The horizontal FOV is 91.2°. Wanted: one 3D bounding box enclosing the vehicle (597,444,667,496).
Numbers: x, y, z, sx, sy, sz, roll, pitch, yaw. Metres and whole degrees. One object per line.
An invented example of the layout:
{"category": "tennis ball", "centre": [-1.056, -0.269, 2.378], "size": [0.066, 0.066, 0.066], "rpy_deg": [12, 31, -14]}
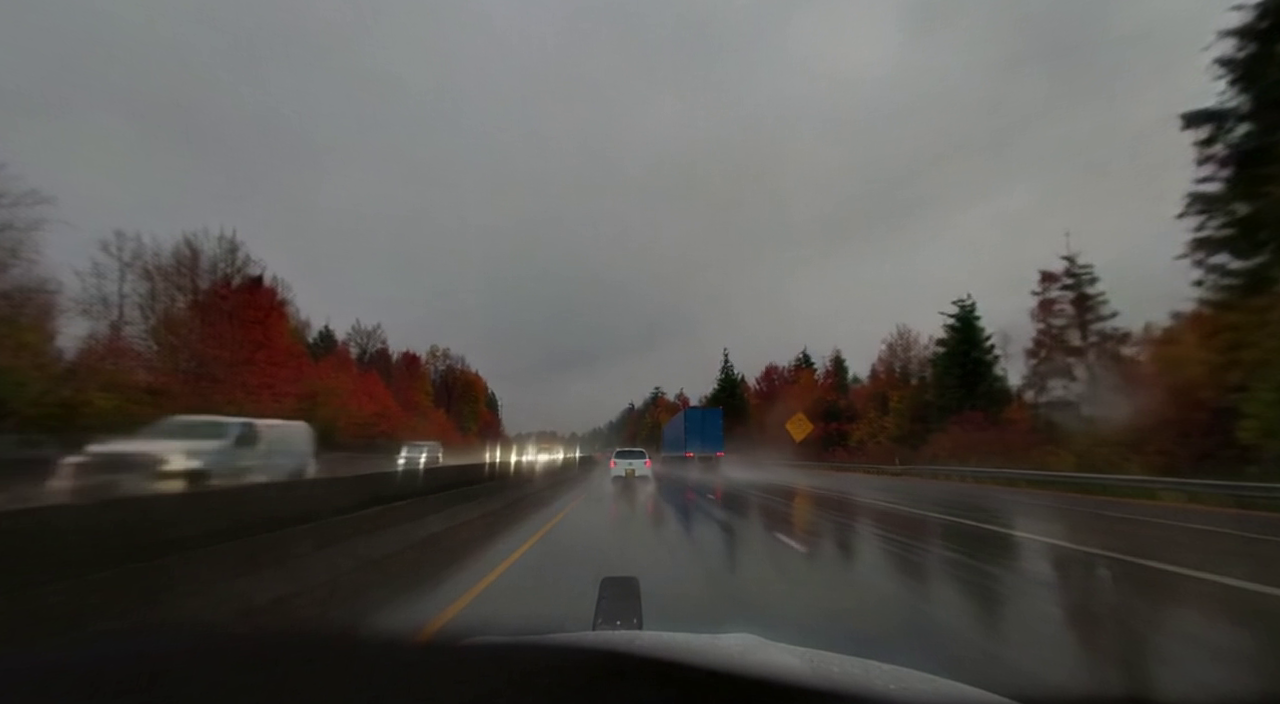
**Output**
{"category": "vehicle", "centre": [-0.306, 3.872, 20.938], "size": [2.099, 1.506, 4.097], "rpy_deg": [0, -9, -1]}

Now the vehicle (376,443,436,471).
{"category": "vehicle", "centre": [-14.022, 6.345, 37.851], "size": [1.953, 1.544, 4.444], "rpy_deg": [0, -9, -1]}

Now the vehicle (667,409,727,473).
{"category": "vehicle", "centre": [3.908, 6.832, 46.968], "size": [2.900, 4.013, 14.455], "rpy_deg": [1, -10, -1]}

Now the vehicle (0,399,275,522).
{"category": "vehicle", "centre": [-9.296, 1.986, 11.721], "size": [2.175, 1.804, 4.631], "rpy_deg": [0, -9, -1]}
